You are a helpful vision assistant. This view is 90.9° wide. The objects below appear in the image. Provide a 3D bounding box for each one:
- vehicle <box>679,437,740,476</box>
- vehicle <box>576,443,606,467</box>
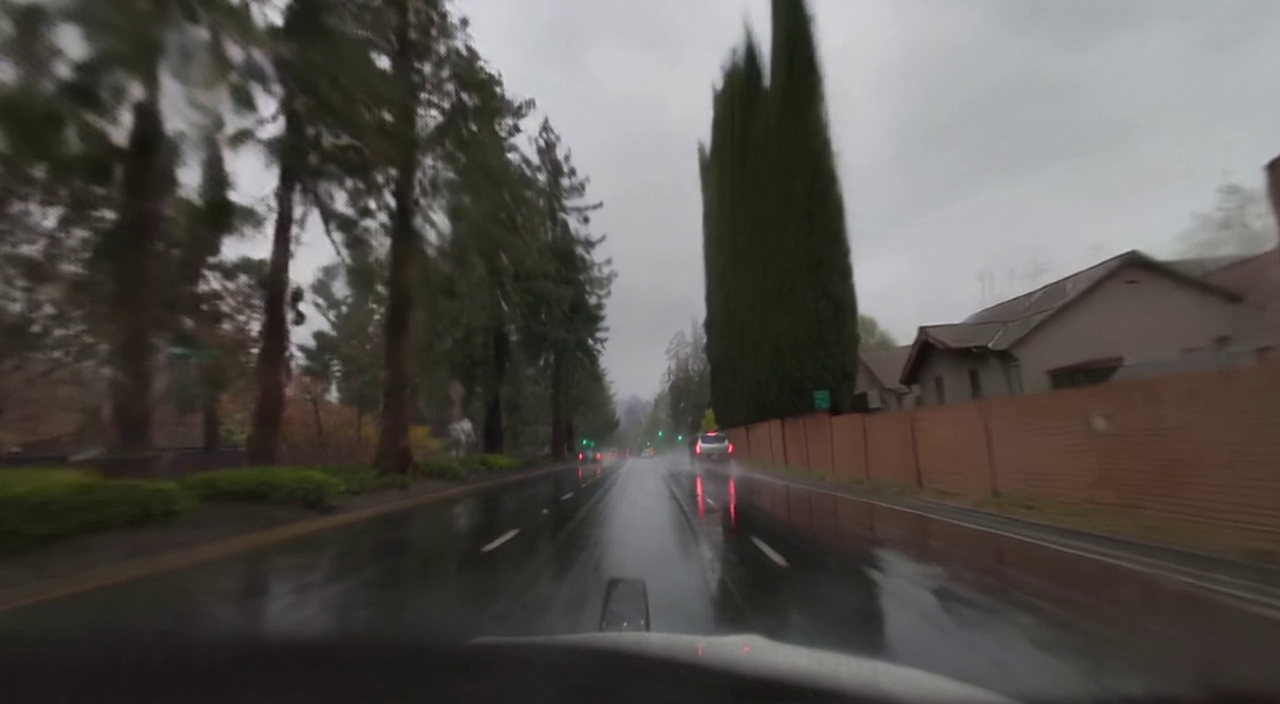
[{"bbox_3d":[3.260,5.039,30.610,2.321,1.695,5.037,0,-8,0],"label":"vehicle"},{"bbox_3d":[-3.734,7.967,49.136,2.002,1.747,4.728,0,-8,0],"label":"vehicle"}]
